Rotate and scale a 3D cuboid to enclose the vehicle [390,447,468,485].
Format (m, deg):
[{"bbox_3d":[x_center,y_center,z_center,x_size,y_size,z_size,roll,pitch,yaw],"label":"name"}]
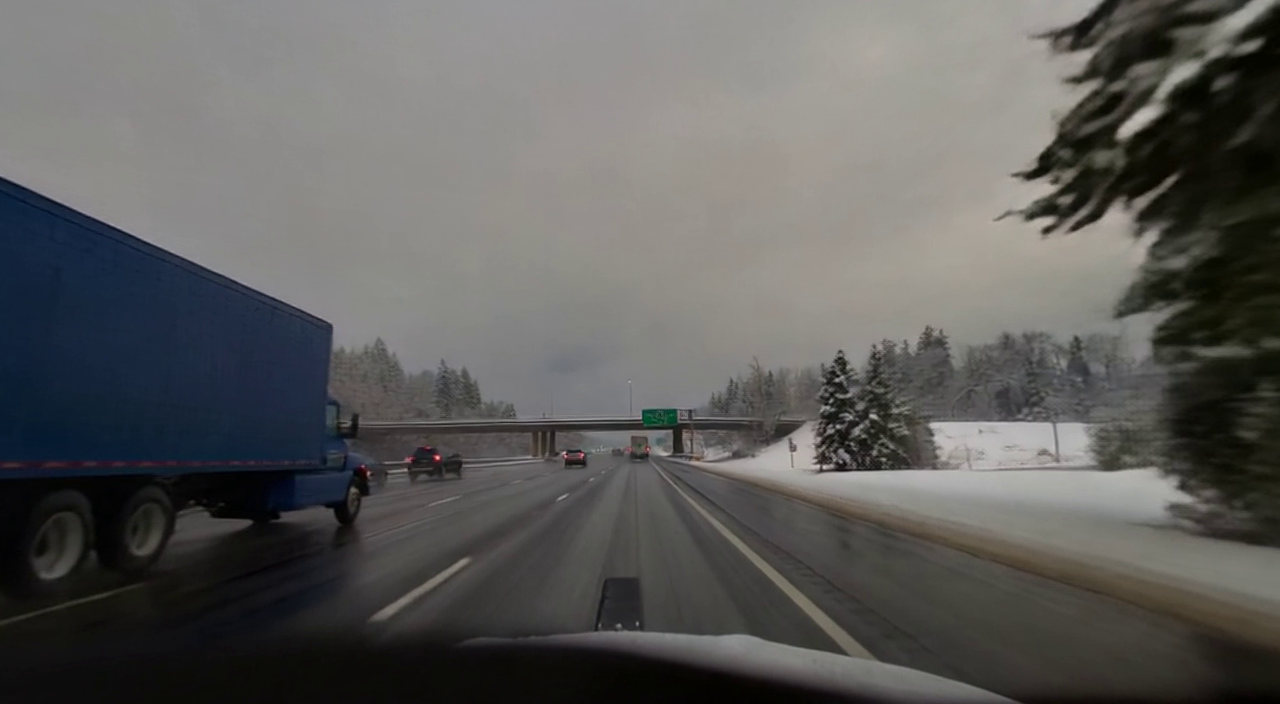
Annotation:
[{"bbox_3d":[-10.667,5.798,32.343,2.146,1.764,5.510,0,-9,0],"label":"vehicle"}]

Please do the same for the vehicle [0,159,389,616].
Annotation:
[{"bbox_3d":[-7.157,0.801,8.444,3.303,3.868,10.298,0,-9,0],"label":"vehicle"}]

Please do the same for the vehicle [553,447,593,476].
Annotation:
[{"bbox_3d":[-4.205,6.962,40.202,2.094,1.695,4.260,0,-9,0],"label":"vehicle"}]
